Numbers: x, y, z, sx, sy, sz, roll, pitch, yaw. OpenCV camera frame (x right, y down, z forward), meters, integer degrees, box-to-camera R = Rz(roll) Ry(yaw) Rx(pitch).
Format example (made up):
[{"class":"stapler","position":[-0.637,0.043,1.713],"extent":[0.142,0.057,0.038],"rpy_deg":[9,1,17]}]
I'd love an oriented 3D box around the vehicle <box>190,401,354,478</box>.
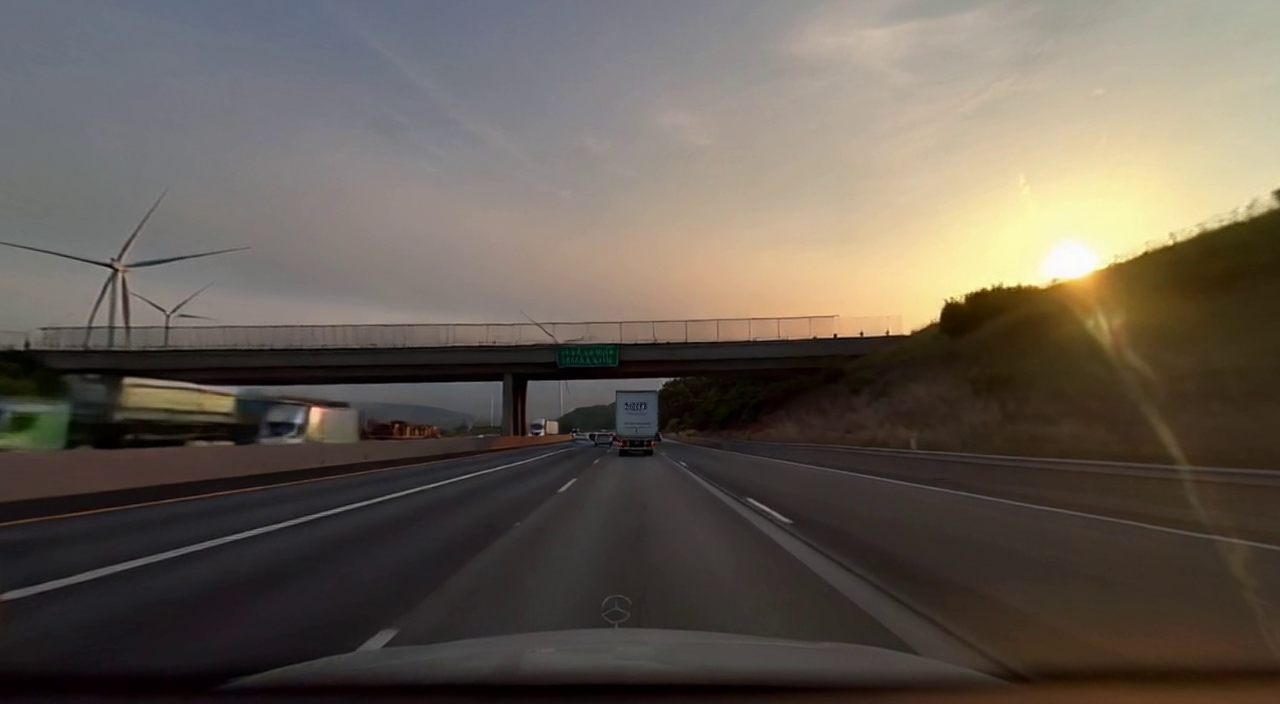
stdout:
[{"class":"vehicle","position":[-16.770,4.088,29.658],"extent":[2.855,3.104,8.039],"rpy_deg":[0,-8,0]}]

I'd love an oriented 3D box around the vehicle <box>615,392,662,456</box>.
[{"class":"vehicle","position":[-0.242,5.391,45.787],"extent":[2.906,3.990,12.551],"rpy_deg":[0,-8,-1]}]

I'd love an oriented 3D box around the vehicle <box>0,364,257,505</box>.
[{"class":"vehicle","position":[-16.586,2.623,20.048],"extent":[2.928,3.408,9.523],"rpy_deg":[0,-8,-1]}]
